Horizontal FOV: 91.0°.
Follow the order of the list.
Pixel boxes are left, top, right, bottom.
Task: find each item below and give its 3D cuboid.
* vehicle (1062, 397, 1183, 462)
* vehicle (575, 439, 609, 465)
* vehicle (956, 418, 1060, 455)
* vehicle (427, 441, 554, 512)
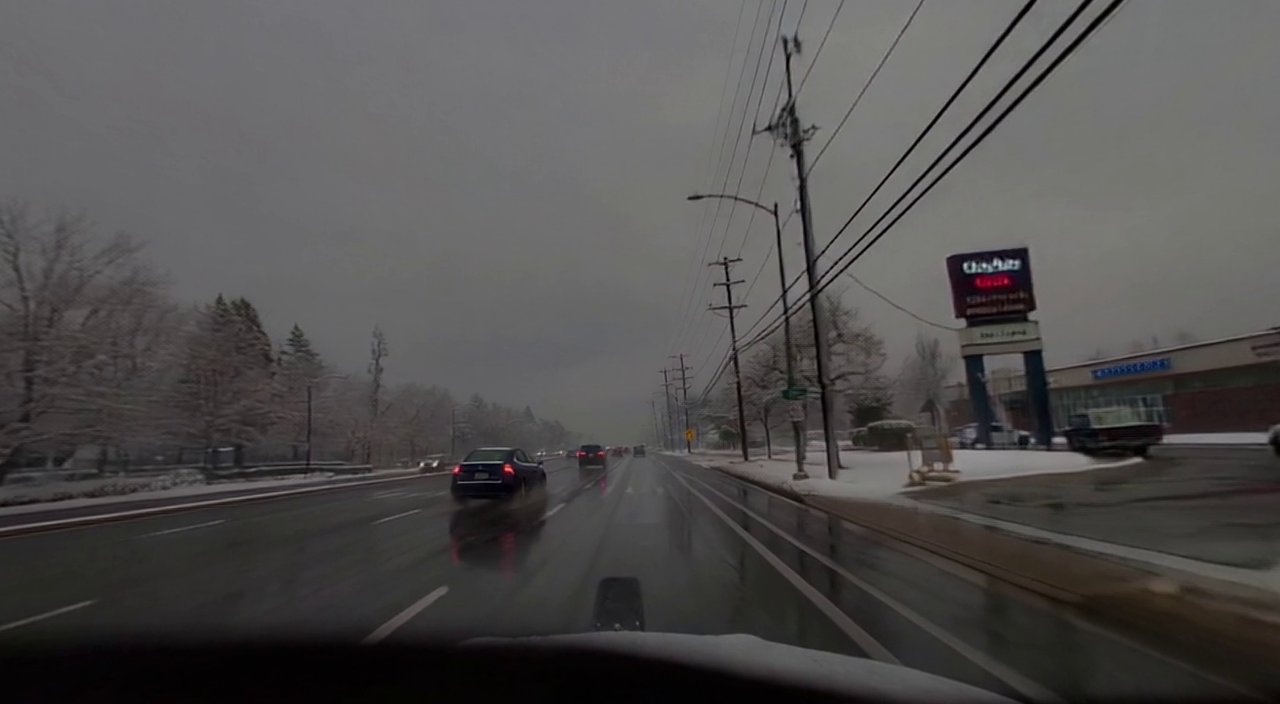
[{"bbox_3d":[16.485,2.607,21.452,4.319,1.812,2.020,1,-10,-39],"label":"vehicle"},{"bbox_3d":[-3.421,7.231,45.499,2.087,1.736,4.311,0,-9,0],"label":"vehicle"},{"bbox_3d":[16.552,3.828,28.298,4.497,1.548,1.997,5,-10,-30],"label":"vehicle"},{"bbox_3d":[-3.446,2.969,15.493,1.942,1.469,4.426,0,-9,2],"label":"vehicle"}]
